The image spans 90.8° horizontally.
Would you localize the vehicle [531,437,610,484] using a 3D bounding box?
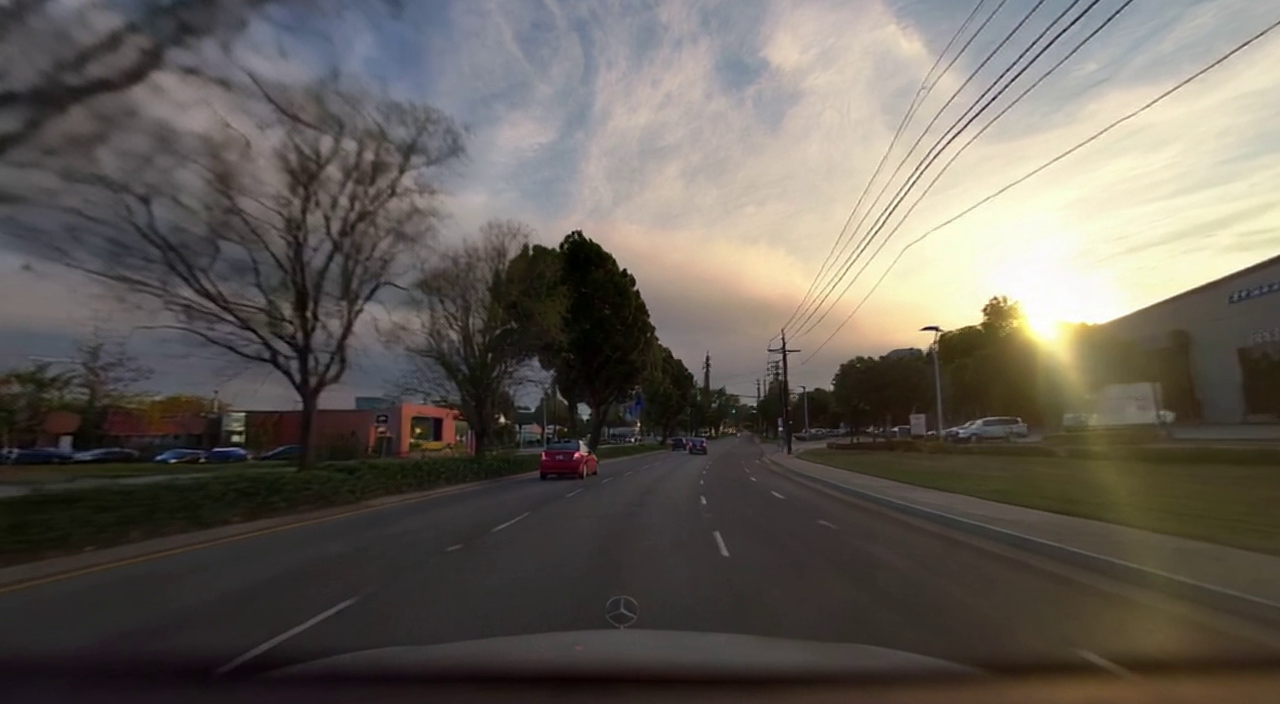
[{"bbox_3d":[-2.391,3.890,22.984,1.928,1.488,4.635,-1,-8,6],"label":"vehicle"}]
